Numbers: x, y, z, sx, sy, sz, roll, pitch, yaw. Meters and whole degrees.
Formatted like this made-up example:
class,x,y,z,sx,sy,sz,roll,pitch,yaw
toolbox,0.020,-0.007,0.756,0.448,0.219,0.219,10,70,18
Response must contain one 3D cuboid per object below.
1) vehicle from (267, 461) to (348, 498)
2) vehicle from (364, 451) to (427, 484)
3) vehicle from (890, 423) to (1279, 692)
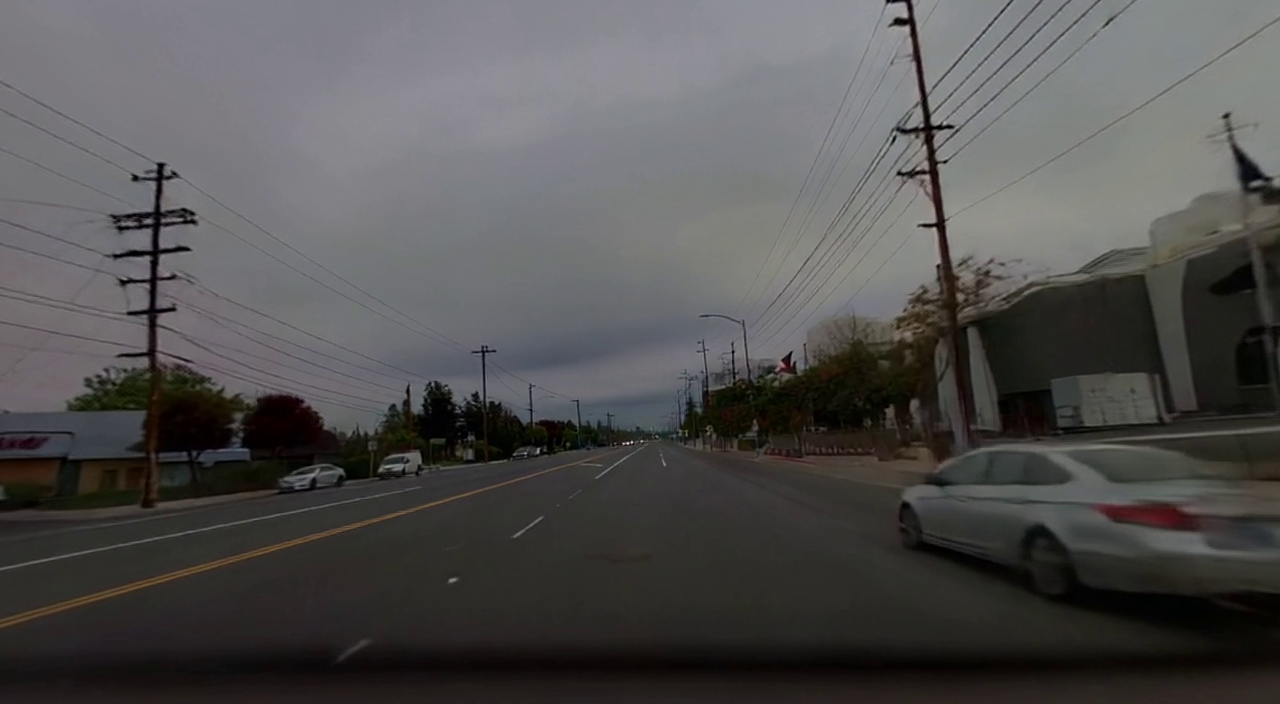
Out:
class,x,y,z,sx,sy,sz,roll,pitch,yaw
vehicle,-17.682,6.762,33.885,1.931,1.501,4.564,-6,-9,-1
vehicle,-17.674,8.305,46.085,2.228,1.969,5.694,-7,-9,0
vehicle,4.190,1.439,5.727,2.002,1.459,4.357,-1,-8,-1
